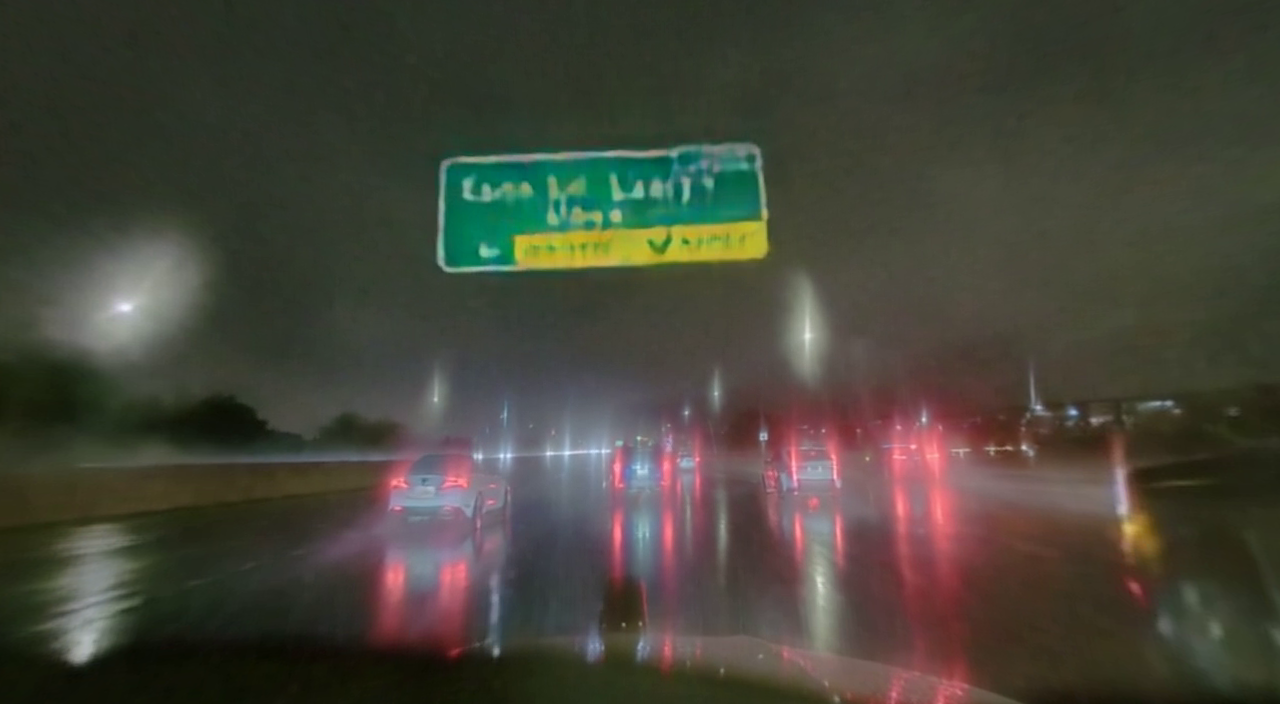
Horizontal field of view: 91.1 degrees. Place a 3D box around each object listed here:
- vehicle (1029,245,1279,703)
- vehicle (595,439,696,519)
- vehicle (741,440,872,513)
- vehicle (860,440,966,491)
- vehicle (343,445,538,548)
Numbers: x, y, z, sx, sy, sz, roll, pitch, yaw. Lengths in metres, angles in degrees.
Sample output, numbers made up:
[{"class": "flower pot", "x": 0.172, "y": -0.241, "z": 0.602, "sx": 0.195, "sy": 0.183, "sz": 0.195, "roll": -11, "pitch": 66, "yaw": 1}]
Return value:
[{"class": "vehicle", "x": 3.909, "y": 0.403, "z": 1.045, "sx": 2.732, "sy": 2.065, "sz": 5.826, "roll": 0, "pitch": -9, "yaw": 0}, {"class": "vehicle", "x": 0.130, "y": 2.956, "z": 15.198, "sx": 2.099, "sy": 1.640, "sz": 4.134, "roll": 0, "pitch": -9, "yaw": 1}, {"class": "vehicle", "x": 4.145, "y": 3.168, "z": 16.502, "sx": 2.210, "sy": 1.625, "sz": 4.249, "roll": 0, "pitch": -9, "yaw": -1}, {"class": "vehicle", "x": 10.566, "y": 4.406, "z": 24.749, "sx": 2.133, "sy": 1.770, "sz": 4.537, "roll": 0, "pitch": -9, "yaw": 0}, {"class": "vehicle", "x": -3.349, "y": 2.497, "z": 11.697, "sx": 2.011, "sy": 1.510, "sz": 4.698, "roll": 0, "pitch": -9, "yaw": 1}]
